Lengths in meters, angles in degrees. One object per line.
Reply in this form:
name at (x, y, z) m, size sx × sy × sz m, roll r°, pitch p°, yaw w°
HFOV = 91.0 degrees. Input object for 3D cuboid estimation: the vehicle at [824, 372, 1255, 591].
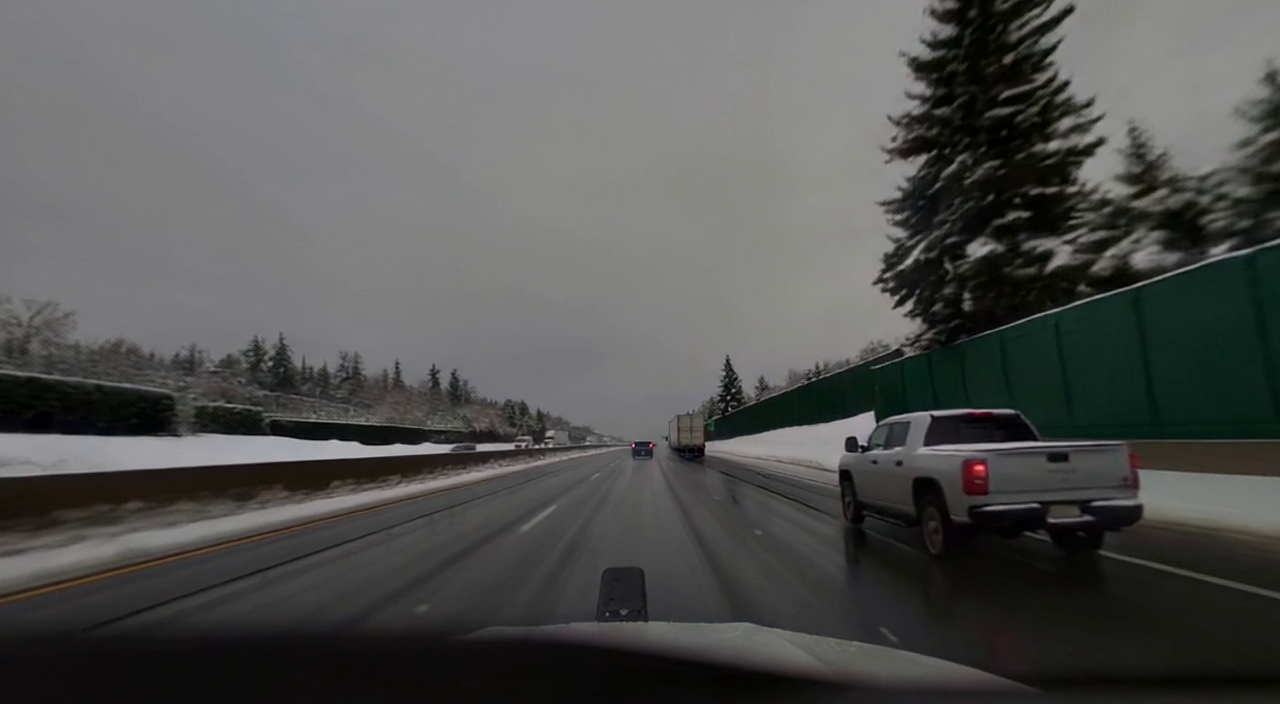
vehicle at (4.352, 1.529, 8.332) m, size 2.209 × 1.943 × 5.262 m, roll 0°, pitch -8°, yaw 0°

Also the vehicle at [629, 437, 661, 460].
vehicle at (0.372, 7.654, 49.939) m, size 2.389 × 1.760 × 4.473 m, roll 0°, pitch -8°, yaw 0°
